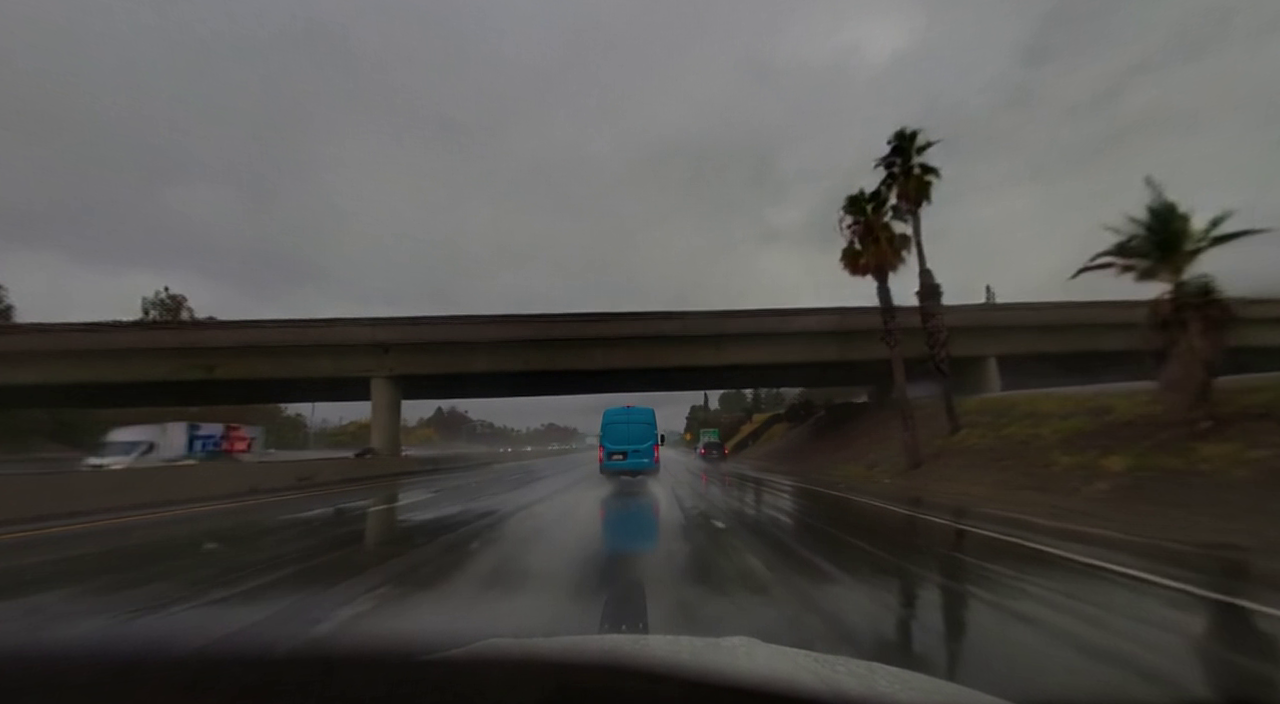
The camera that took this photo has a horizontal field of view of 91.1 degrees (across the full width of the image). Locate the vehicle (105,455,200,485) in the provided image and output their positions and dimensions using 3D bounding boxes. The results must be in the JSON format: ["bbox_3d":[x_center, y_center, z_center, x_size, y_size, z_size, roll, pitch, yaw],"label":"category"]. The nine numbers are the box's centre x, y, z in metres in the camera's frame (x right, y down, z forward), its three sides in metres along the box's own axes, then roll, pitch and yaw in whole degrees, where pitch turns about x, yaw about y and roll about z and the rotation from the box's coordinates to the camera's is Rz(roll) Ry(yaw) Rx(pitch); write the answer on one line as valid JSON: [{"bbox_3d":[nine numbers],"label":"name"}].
[{"bbox_3d":[-28.086,6.808,36.385,1.806,1.532,4.456,0,-9,1],"label":"vehicle"}]

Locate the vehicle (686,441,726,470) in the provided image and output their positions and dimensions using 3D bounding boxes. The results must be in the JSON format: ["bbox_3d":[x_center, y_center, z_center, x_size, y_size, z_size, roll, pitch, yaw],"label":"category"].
[{"bbox_3d":[3.963,6.233,38.135,1.987,1.648,3.984,0,-9,0],"label":"vehicle"}]

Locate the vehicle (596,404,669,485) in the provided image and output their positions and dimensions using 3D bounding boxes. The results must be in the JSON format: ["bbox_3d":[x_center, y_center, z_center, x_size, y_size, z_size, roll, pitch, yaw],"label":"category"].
[{"bbox_3d":[-0.148,3.631,24.690,2.476,2.776,5.598,-1,-9,3],"label":"vehicle"}]

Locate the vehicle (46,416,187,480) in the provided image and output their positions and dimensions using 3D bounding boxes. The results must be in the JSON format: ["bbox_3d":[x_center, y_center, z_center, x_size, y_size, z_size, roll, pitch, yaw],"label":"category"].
[{"bbox_3d":[-36.012,6.692,43.710,2.962,3.998,7.500,0,-9,2],"label":"vehicle"}]

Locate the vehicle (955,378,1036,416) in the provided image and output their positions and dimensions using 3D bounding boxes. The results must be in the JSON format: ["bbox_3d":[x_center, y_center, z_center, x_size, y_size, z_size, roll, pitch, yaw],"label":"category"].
[{"bbox_3d":[24.826,3.247,44.126,2.445,2.240,5.659,-2,-8,2],"label":"vehicle"}]
